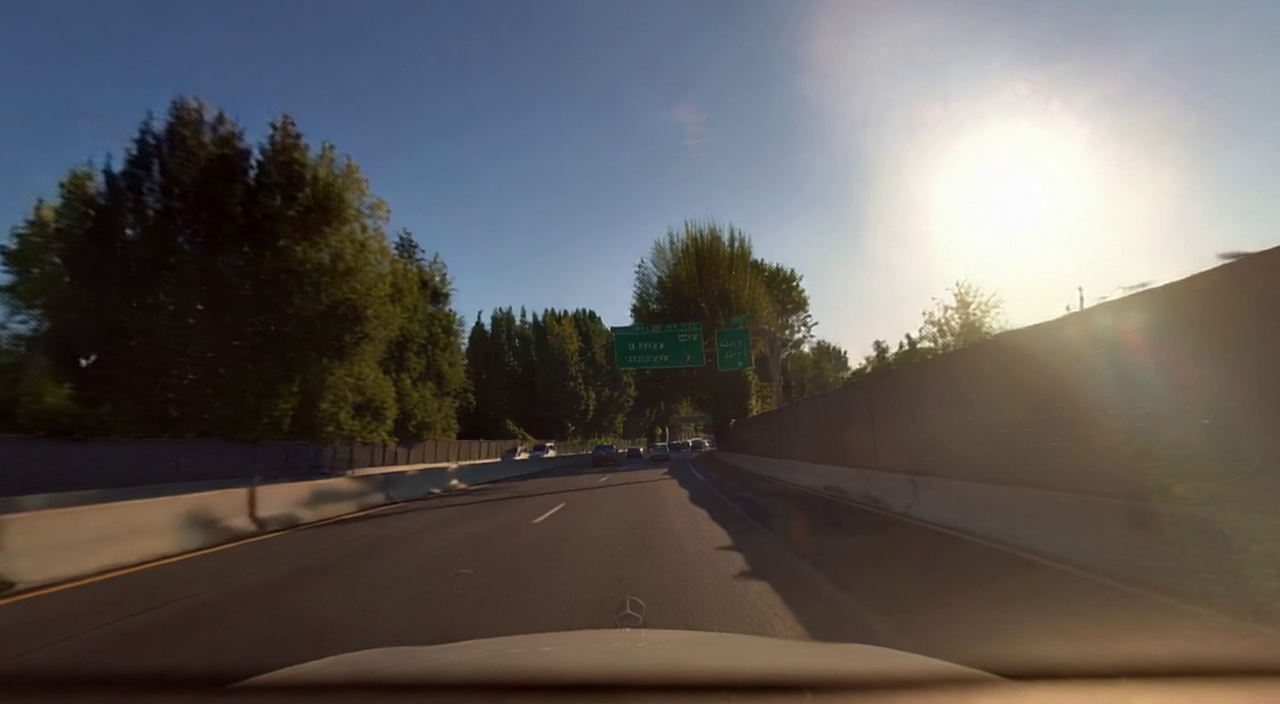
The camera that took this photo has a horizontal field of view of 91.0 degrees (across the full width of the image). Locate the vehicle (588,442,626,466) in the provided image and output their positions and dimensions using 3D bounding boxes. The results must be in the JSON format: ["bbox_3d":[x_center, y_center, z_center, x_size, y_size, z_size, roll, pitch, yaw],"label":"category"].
[{"bbox_3d":[-2.128,6.676,41.408,1.985,1.518,3.847,-1,-8,4],"label":"vehicle"}]

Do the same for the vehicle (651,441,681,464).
[{"bbox_3d":[1.921,7.313,45.942,2.077,1.533,3.854,-1,-8,3],"label":"vehicle"}]
